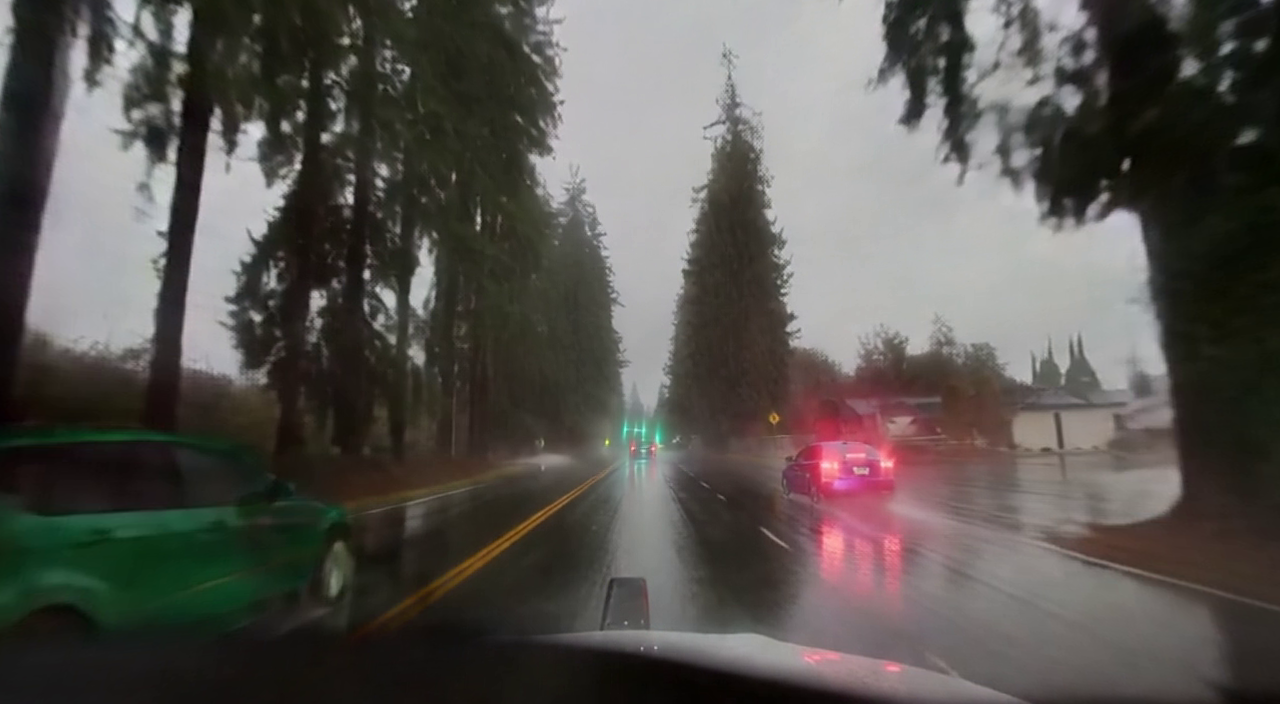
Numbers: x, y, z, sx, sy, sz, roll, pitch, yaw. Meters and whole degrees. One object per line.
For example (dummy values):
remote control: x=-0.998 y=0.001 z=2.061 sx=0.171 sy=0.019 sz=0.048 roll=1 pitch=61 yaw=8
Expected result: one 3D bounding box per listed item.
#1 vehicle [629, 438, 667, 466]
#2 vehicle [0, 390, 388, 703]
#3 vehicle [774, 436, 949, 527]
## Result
vehicle: x=0.512 y=6.070 z=38.650 sx=2.206 sy=1.525 sz=4.695 roll=-1 pitch=-7 yaw=1
vehicle: x=-3.691 y=1.122 z=3.966 sx=2.162 sy=1.546 sz=4.889 roll=-1 pitch=-7 yaw=0
vehicle: x=4.170 y=2.456 z=12.790 sx=1.943 sy=1.471 sz=4.515 roll=-1 pitch=-7 yaw=0
